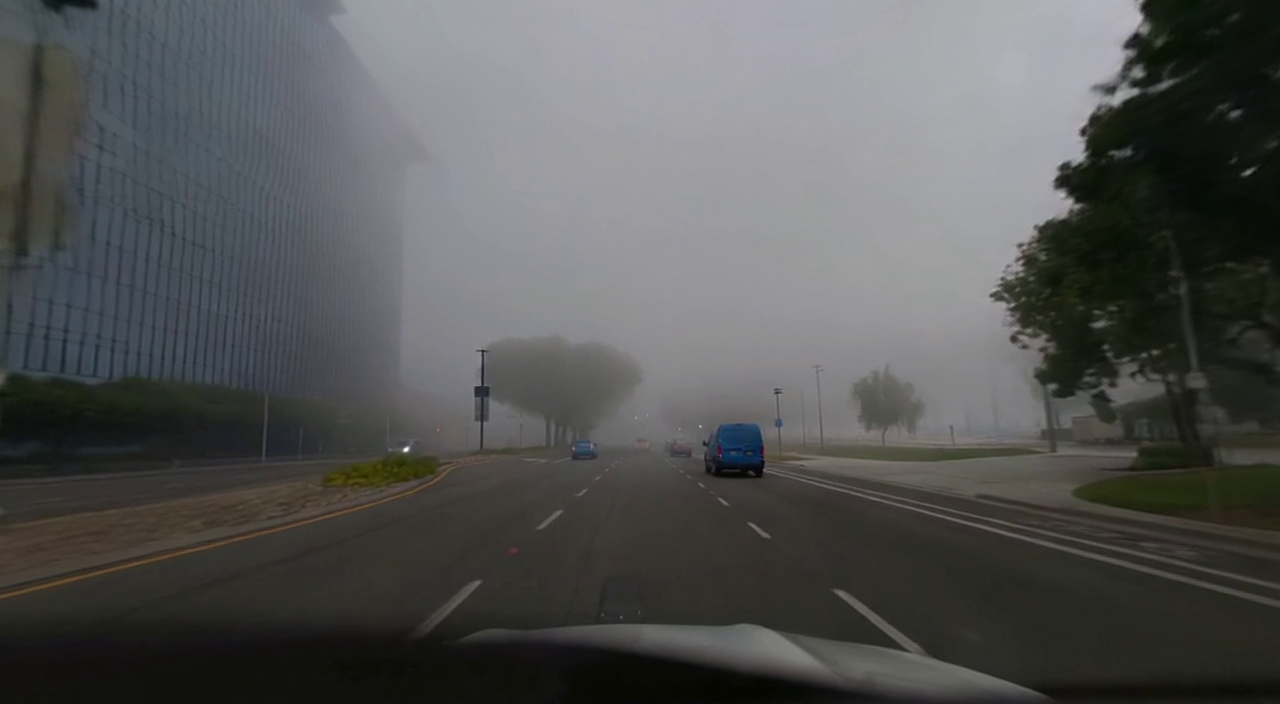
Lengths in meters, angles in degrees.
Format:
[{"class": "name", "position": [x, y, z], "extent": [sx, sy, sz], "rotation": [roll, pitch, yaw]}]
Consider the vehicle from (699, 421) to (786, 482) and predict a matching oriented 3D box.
[{"class": "vehicle", "position": [3.490, 3.537, 22.538], "extent": [2.200, 1.914, 5.145], "rotation": [0, -8, 0]}]

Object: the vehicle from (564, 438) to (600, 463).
[{"class": "vehicle", "position": [-3.610, 6.214, 39.791], "extent": [1.864, 1.464, 4.195], "rotation": [0, -8, 1]}]
